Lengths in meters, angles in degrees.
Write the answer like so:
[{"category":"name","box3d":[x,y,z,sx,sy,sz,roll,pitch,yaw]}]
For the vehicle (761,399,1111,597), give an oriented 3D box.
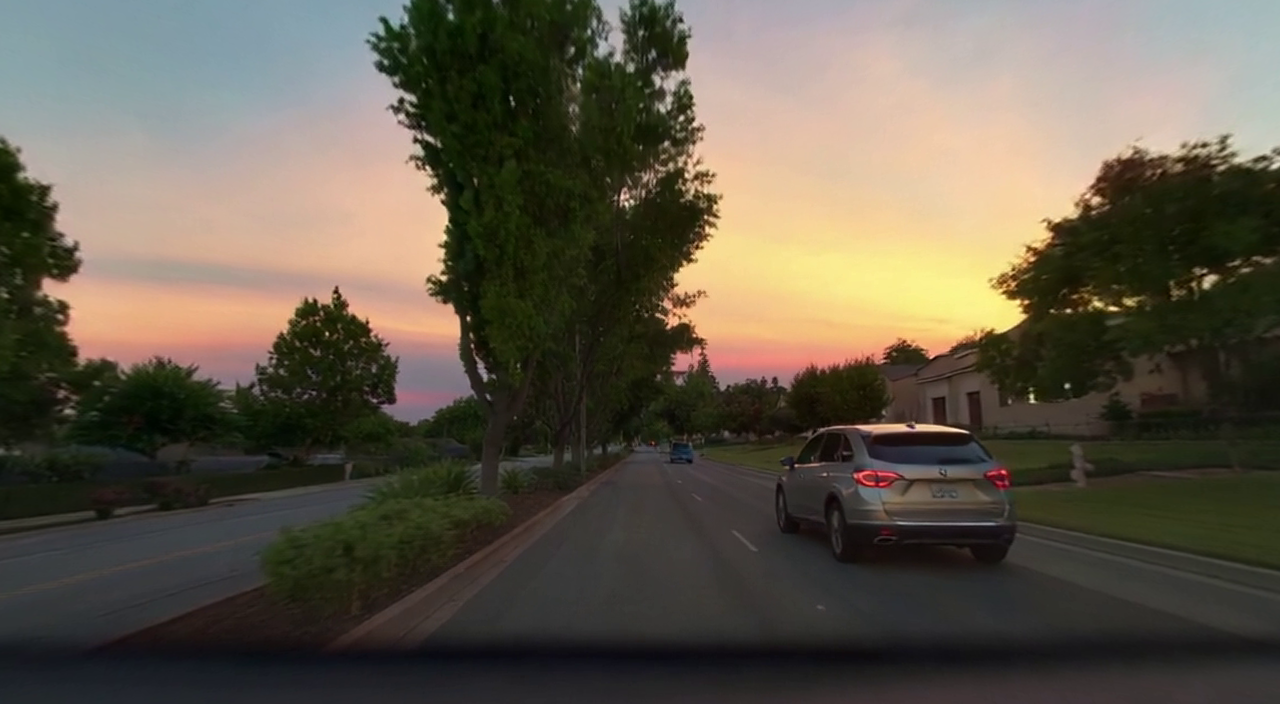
[{"category":"vehicle","box3d":[3.120,1.666,8.077,2.180,1.773,4.639,0,-9,0]}]
